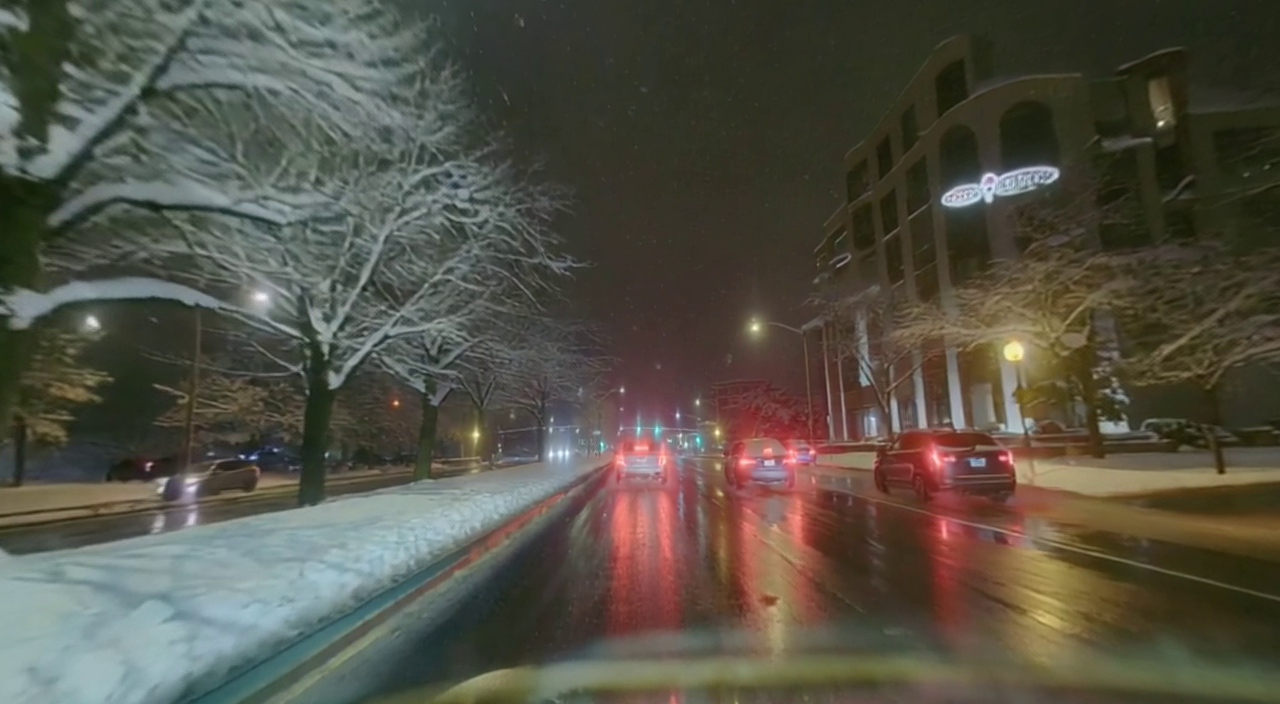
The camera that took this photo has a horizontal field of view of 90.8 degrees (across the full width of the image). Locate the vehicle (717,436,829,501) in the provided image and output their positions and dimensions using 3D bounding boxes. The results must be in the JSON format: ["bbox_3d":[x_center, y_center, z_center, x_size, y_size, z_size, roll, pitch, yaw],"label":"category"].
[{"bbox_3d":[3.375,3.059,16.956,1.993,1.477,4.240,0,-9,-1],"label":"vehicle"}]

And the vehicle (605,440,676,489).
[{"bbox_3d":[-0.023,3.665,20.920,2.101,1.444,4.248,0,-9,-1],"label":"vehicle"}]

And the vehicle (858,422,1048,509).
[{"bbox_3d":[7.113,2.650,15.135,2.052,1.708,4.842,0,-9,0],"label":"vehicle"}]

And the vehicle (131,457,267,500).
[{"bbox_3d":[-17.542,5.018,25.498,2.069,1.460,4.716,0,-9,0],"label":"vehicle"}]
